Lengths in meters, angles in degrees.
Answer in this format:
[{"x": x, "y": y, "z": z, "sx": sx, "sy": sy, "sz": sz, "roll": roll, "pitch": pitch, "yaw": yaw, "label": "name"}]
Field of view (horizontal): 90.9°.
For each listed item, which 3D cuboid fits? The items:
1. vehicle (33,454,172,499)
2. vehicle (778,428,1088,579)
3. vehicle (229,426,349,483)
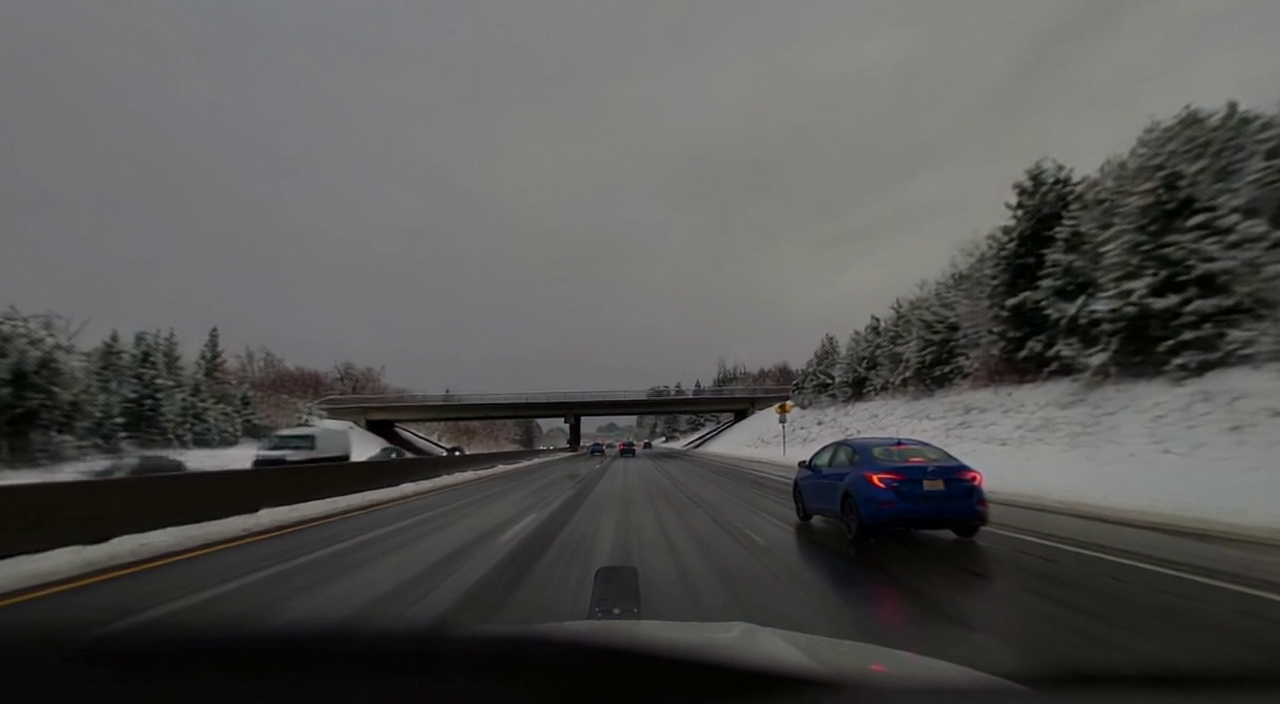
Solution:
[{"x": -19.562, "y": 4.511, "z": 23.187, "sx": 1.763, "sy": 1.394, "sz": 3.806, "roll": 0, "pitch": -8, "yaw": -1, "label": "vehicle"}, {"x": 3.454, "y": 1.824, "z": 8.561, "sx": 2.079, "sy": 1.515, "sz": 4.196, "roll": 0, "pitch": -8, "yaw": -2, "label": "vehicle"}, {"x": -16.097, "y": 4.694, "z": 29.450, "sx": 2.280, "sy": 2.375, "sz": 5.824, "roll": 0, "pitch": -8, "yaw": -1, "label": "vehicle"}]
